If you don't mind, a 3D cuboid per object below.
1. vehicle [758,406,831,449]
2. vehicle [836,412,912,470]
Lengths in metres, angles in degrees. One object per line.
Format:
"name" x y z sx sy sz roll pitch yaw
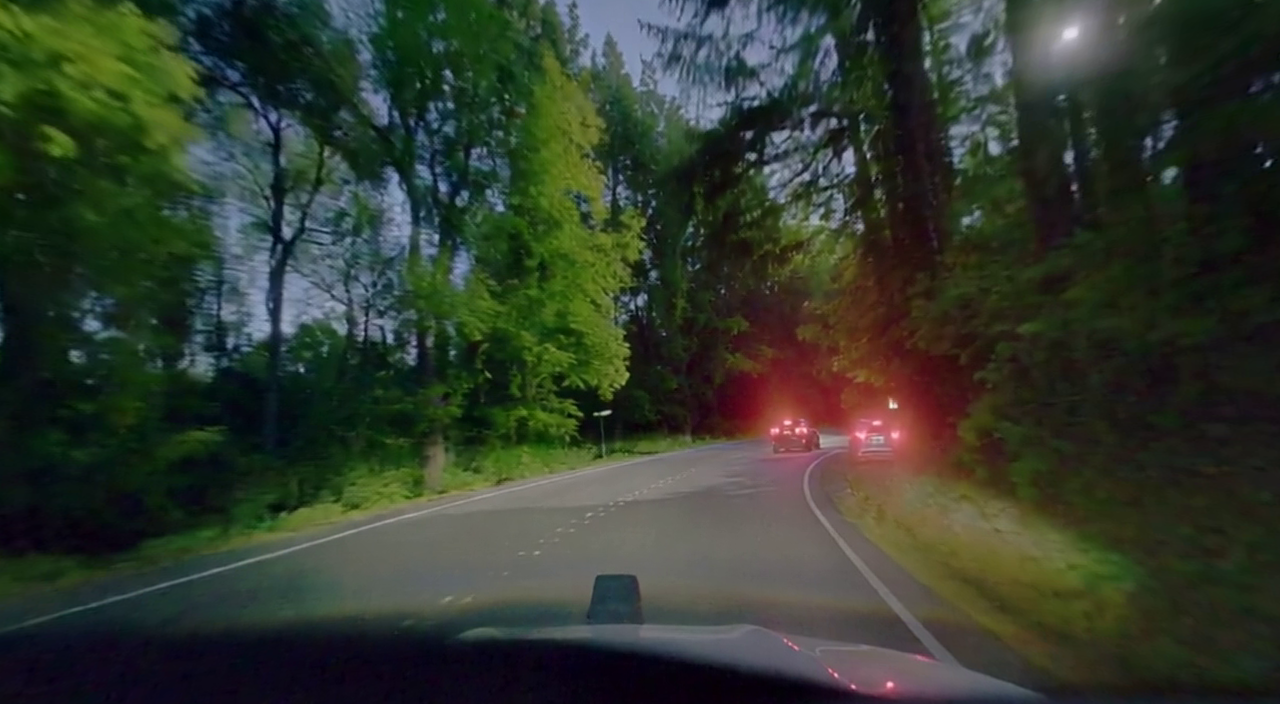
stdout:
"vehicle" 7.914 3.813 31.868 2.469 1.953 5.605 -4 -8 24
"vehicle" 8.295 3.147 22.237 2.172 1.773 4.601 -4 -9 22
